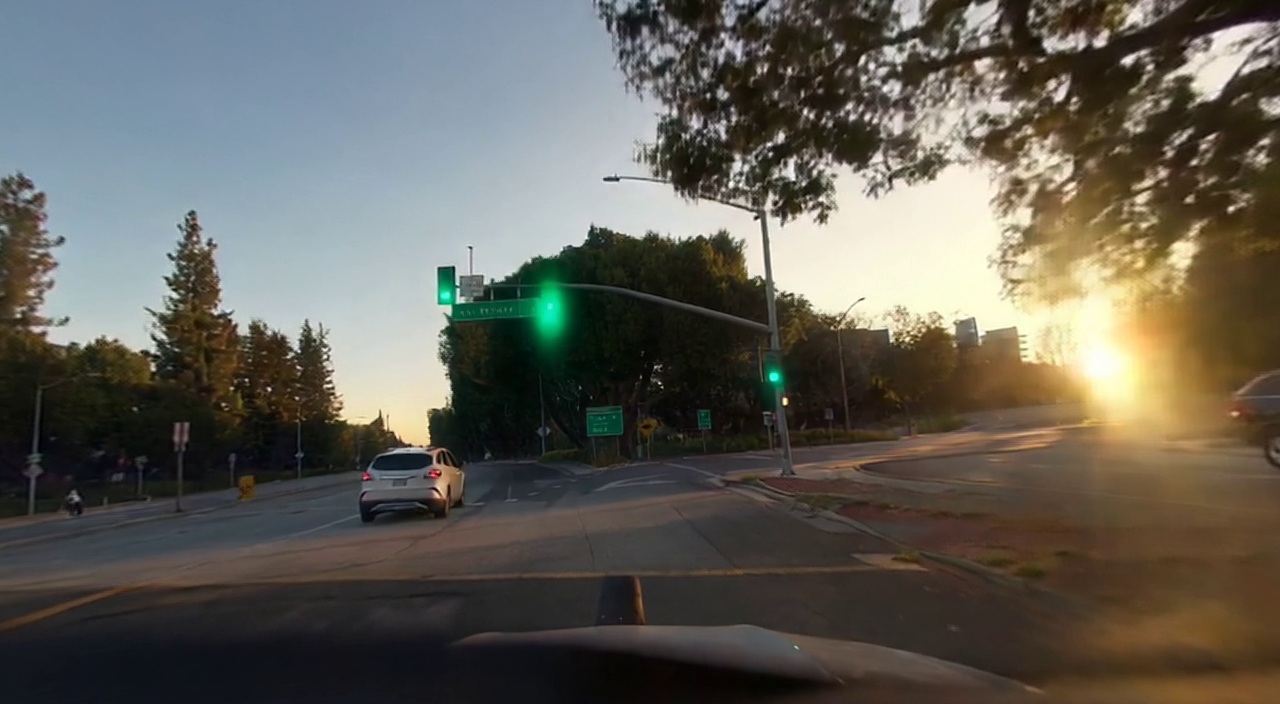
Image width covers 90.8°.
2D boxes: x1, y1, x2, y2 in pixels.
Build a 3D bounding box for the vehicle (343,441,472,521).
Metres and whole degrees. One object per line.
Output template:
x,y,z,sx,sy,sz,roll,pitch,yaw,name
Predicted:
-5.652,3.141,16.056,2.134,1.707,4.471,1,-9,-8,vehicle
